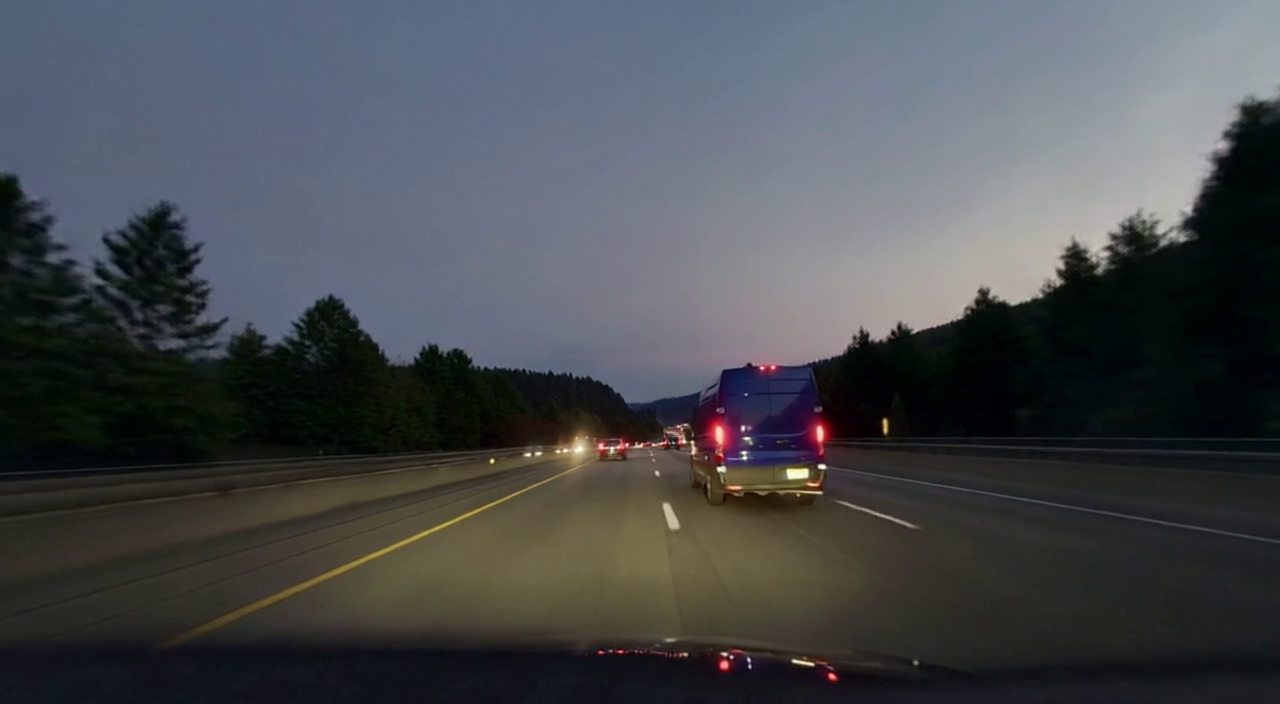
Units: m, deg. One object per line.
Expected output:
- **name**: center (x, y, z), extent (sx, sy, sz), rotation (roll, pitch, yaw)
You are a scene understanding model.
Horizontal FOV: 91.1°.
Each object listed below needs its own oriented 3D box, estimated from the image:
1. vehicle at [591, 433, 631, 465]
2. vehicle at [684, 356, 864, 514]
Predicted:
- **vehicle**: center (-1.388, 4.870, 31.885), extent (1.900, 1.524, 4.324), rotation (0, -8, -1)
- **vehicle**: center (2.458, 1.840, 14.032), extent (2.416, 2.595, 7.243), rotation (0, -8, 0)
